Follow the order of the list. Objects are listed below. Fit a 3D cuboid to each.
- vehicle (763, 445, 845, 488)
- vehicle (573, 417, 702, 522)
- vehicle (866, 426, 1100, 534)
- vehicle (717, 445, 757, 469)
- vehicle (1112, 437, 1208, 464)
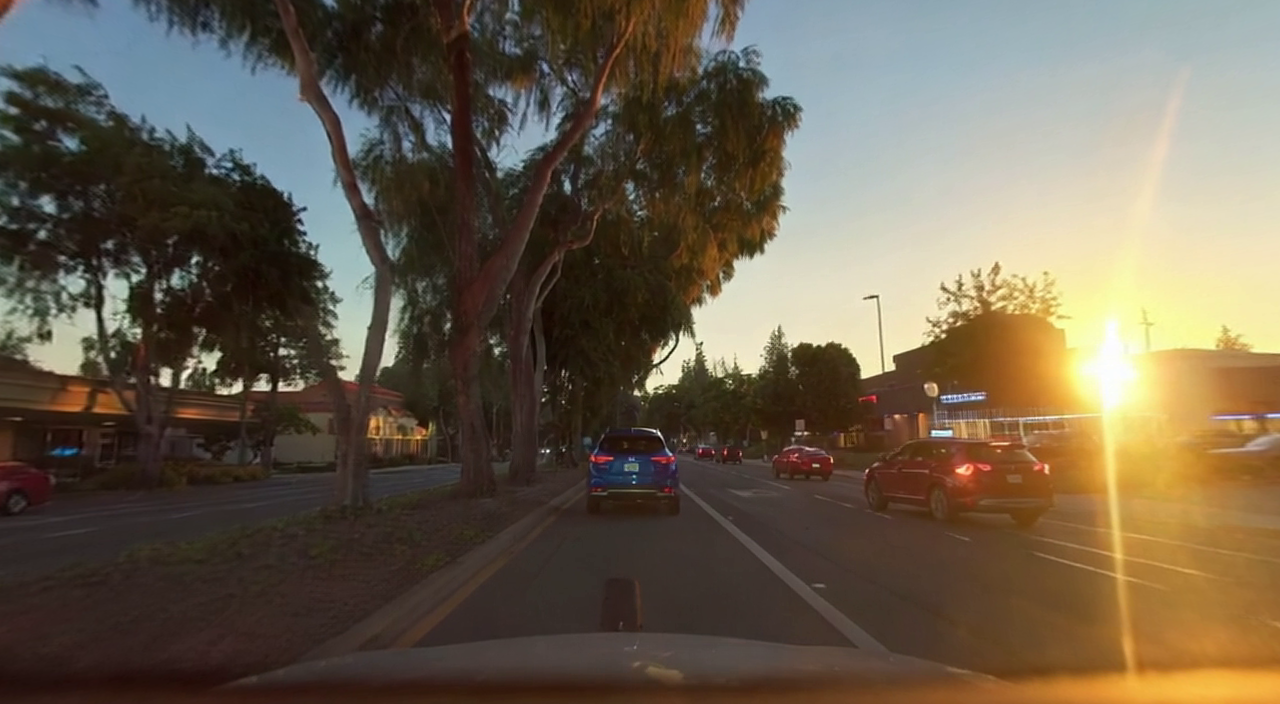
[{"bbox_3d":[6.461,4.530,25.450,2.035,1.553,4.465,0,-9,-1],"label":"vehicle"},{"bbox_3d":[-0.054,2.447,13.612,2.320,1.880,4.192,0,-9,0],"label":"vehicle"},{"bbox_3d":[6.300,2.388,12.374,2.056,1.703,4.428,0,-9,0],"label":"vehicle"},{"bbox_3d":[6.535,7.105,43.004,1.914,1.523,4.287,0,-9,-2],"label":"vehicle"},{"bbox_3d":[33.235,6.327,40.569,1.959,1.580,4.873,0,-9,0],"label":"vehicle"}]
